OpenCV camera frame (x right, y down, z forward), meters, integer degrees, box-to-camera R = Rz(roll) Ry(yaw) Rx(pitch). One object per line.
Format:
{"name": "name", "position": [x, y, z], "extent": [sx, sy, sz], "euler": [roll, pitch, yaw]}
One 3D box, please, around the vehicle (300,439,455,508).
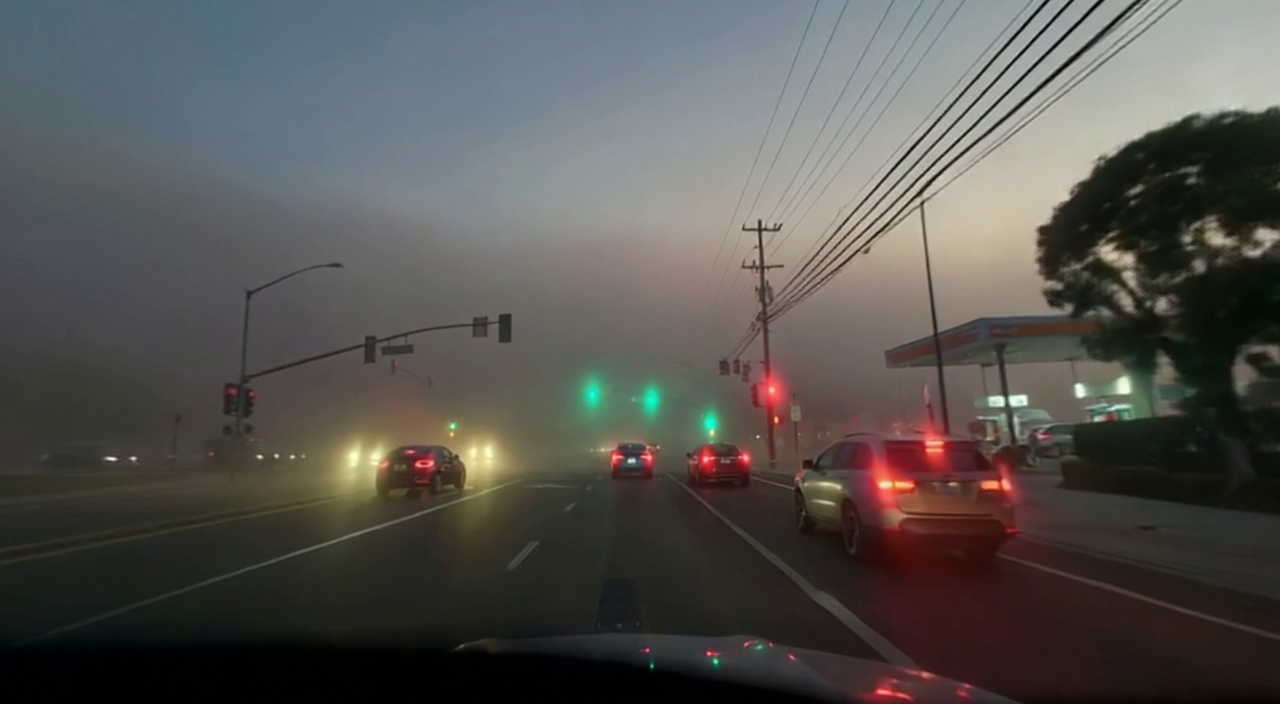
{"name": "vehicle", "position": [-6.356, 2.958, 15.943], "extent": [2.075, 1.470, 4.190], "euler": [-1, -8, 1]}

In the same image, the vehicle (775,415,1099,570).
{"name": "vehicle", "position": [3.793, 1.889, 9.341], "extent": [2.452, 1.682, 4.565], "euler": [0, -8, -2]}

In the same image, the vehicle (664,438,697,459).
{"name": "vehicle", "position": [2.957, 7.177, 47.122], "extent": [1.971, 1.477, 4.121], "euler": [0, -8, -2]}

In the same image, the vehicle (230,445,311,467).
{"name": "vehicle", "position": [-27.355, 7.704, 46.868], "extent": [4.635, 1.525, 2.111], "euler": [0, -8, 0]}

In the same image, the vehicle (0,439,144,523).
{"name": "vehicle", "position": [-14.363, 2.928, 14.682], "extent": [1.937, 1.745, 4.540], "euler": [-1, -8, 0]}

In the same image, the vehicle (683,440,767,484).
{"name": "vehicle", "position": [2.989, 3.975, 23.236], "extent": [2.208, 1.436, 4.542], "euler": [0, -8, -3]}

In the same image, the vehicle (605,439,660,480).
{"name": "vehicle", "position": [-0.329, 4.298, 25.563], "extent": [2.065, 1.484, 3.894], "euler": [0, -8, -1]}
